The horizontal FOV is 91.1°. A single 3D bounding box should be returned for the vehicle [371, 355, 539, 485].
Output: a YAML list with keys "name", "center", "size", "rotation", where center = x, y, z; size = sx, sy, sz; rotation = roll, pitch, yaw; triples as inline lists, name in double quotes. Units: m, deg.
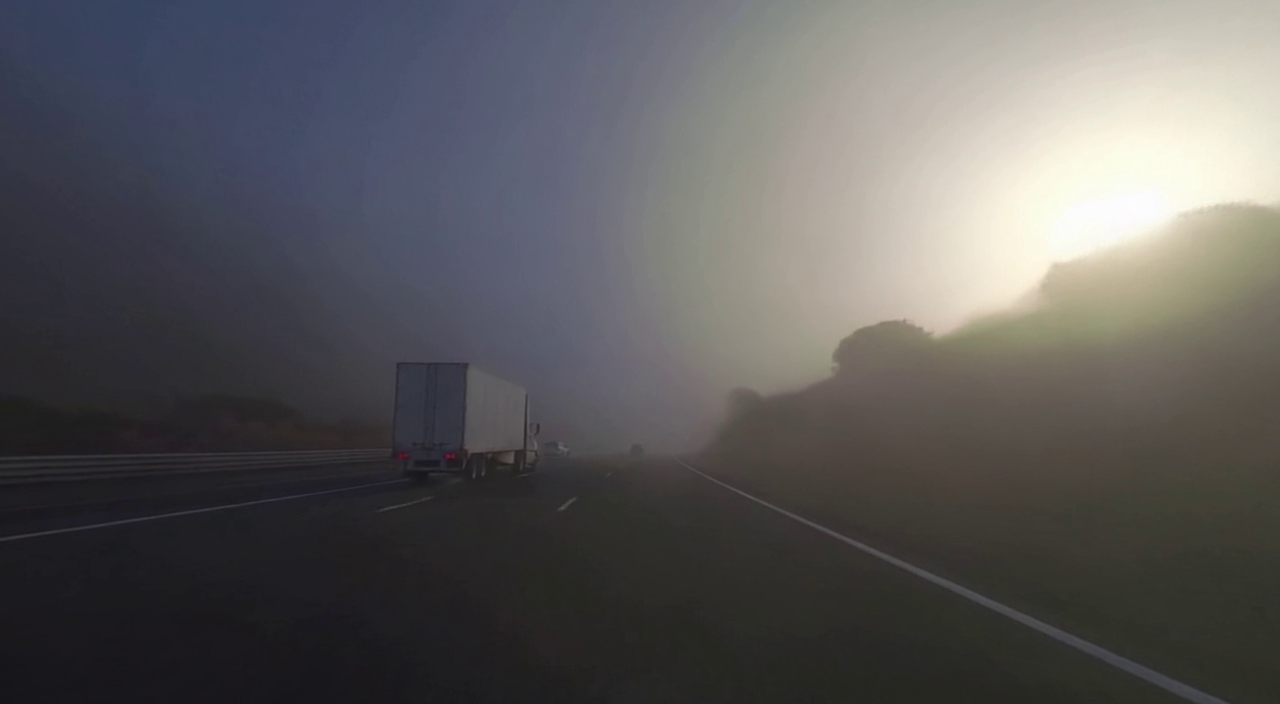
- name: "vehicle"
  center: [-6.392, 2.821, 24.321]
  size: [2.981, 3.860, 11.022]
  rotation: [0, -8, 1]
